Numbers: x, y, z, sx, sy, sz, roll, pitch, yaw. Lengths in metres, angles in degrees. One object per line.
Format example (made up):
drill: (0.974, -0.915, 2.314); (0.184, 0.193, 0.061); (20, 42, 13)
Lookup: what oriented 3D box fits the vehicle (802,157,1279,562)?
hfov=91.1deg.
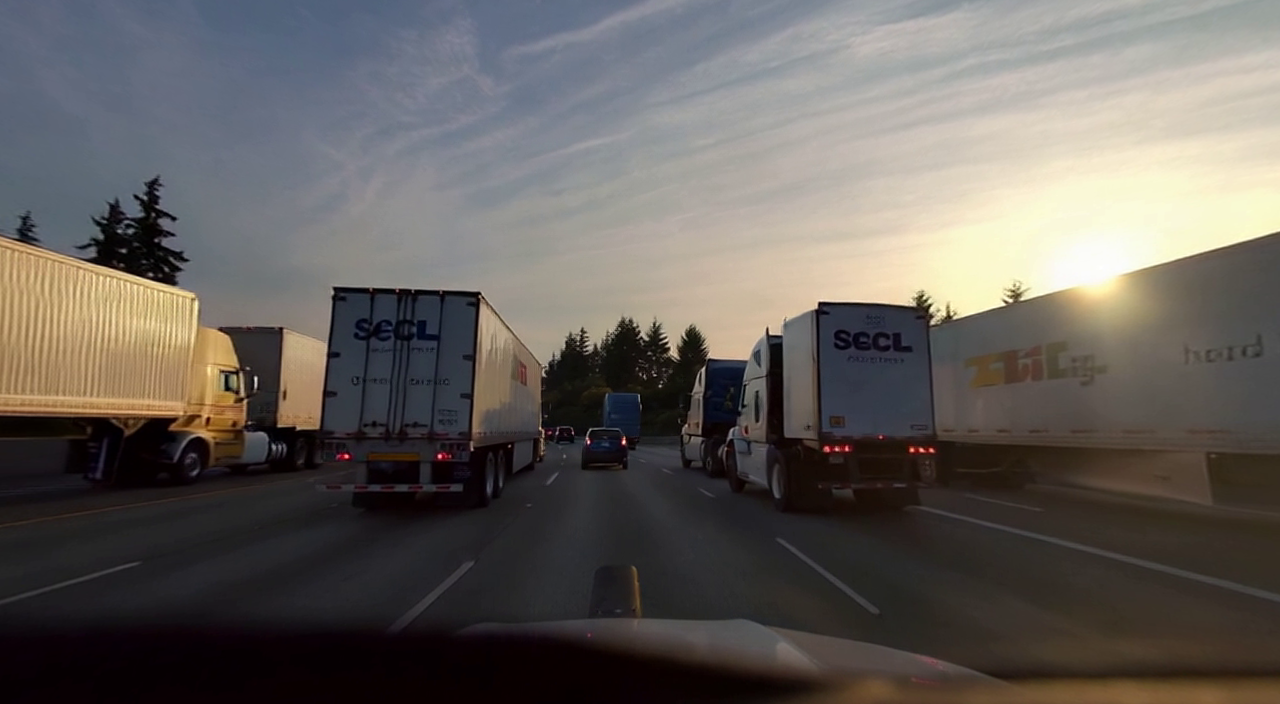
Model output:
vehicle: (7.600, 0.168, 7.269); (2.820, 4.084, 13.786); (3, -8, -25)

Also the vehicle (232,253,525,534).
vehicle: (-4.284, 1.091, 12.929); (2.822, 3.788, 8.799); (0, -8, -5)

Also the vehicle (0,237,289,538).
vehicle: (-10.739, 0.259, 6.998); (2.867, 4.125, 14.026); (-2, -8, 14)

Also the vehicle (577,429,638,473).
vehicle: (-1.362, 3.784, 24.400); (2.060, 1.540, 4.374); (1, -8, -7)
